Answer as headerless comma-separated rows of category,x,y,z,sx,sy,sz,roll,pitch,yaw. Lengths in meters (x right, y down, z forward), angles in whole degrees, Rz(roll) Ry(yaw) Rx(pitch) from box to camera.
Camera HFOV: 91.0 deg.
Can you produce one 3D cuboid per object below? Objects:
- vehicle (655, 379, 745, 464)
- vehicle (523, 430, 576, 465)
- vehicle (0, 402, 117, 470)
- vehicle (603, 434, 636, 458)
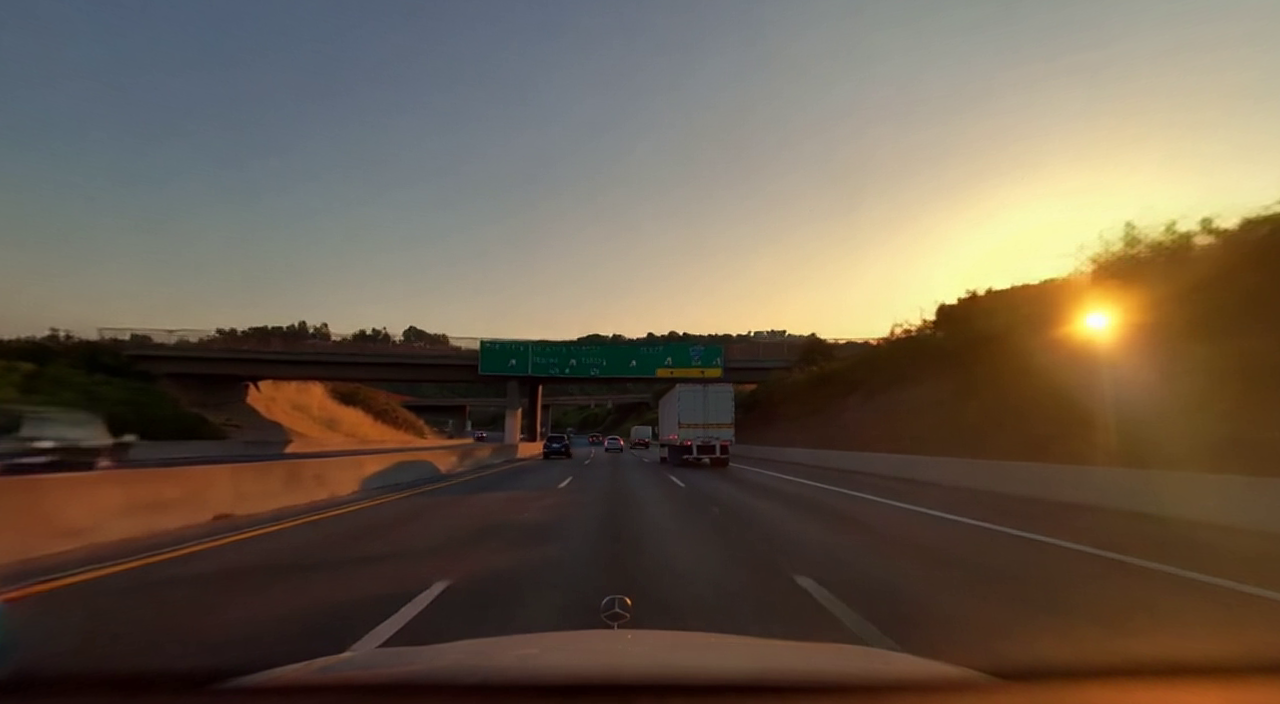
vehicle,3.013,4.301,37.028,3.301,4.034,13.722,0,-8,-3
vehicle,-4.820,5.182,34.307,2.377,1.747,4.703,0,-8,-2
vehicle,-16.266,2.144,15.942,1.994,1.613,4.783,0,-8,-1
vehicle,-1.418,6.417,42.893,2.125,1.542,3.816,0,-8,-4
